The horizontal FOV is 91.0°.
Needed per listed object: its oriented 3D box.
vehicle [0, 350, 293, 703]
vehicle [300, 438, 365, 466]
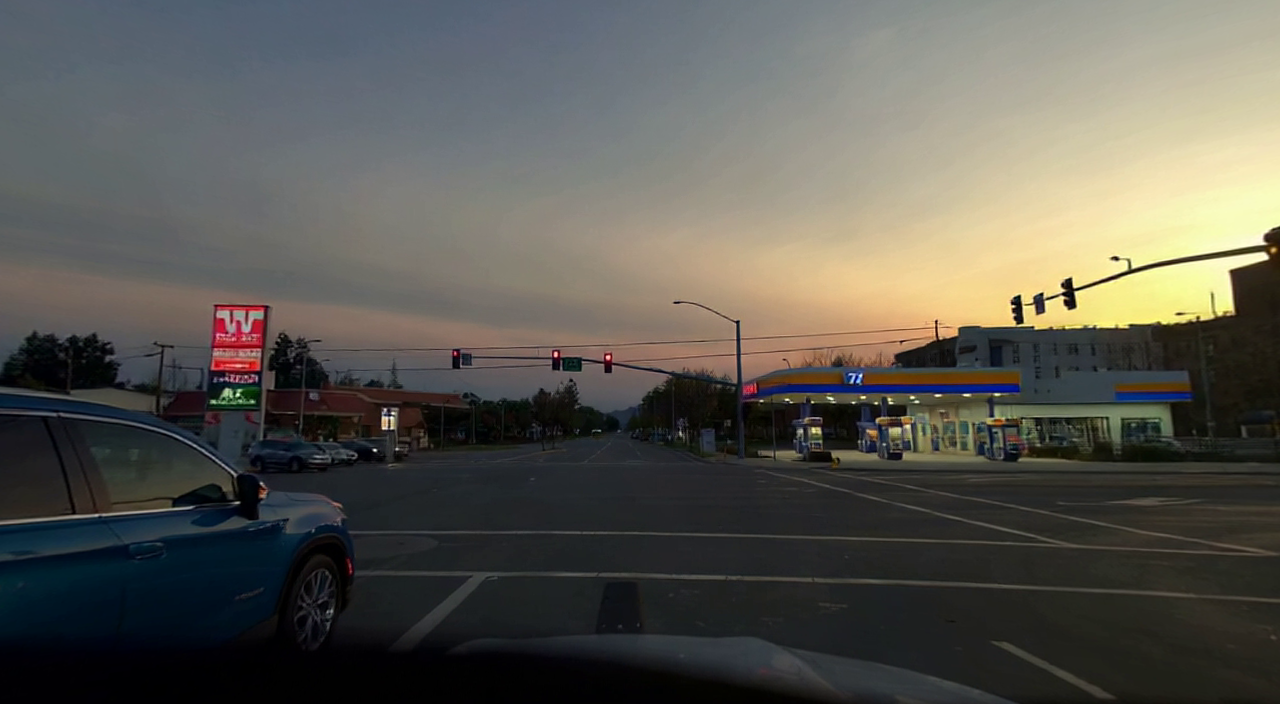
[{"bbox_3d":[-3.426,0.800,2.047,2.053,1.690,4.364,0,-9,0],"label":"vehicle"},{"bbox_3d":[-20.468,6.682,42.158,2.004,1.699,4.486,0,-9,1],"label":"vehicle"}]
